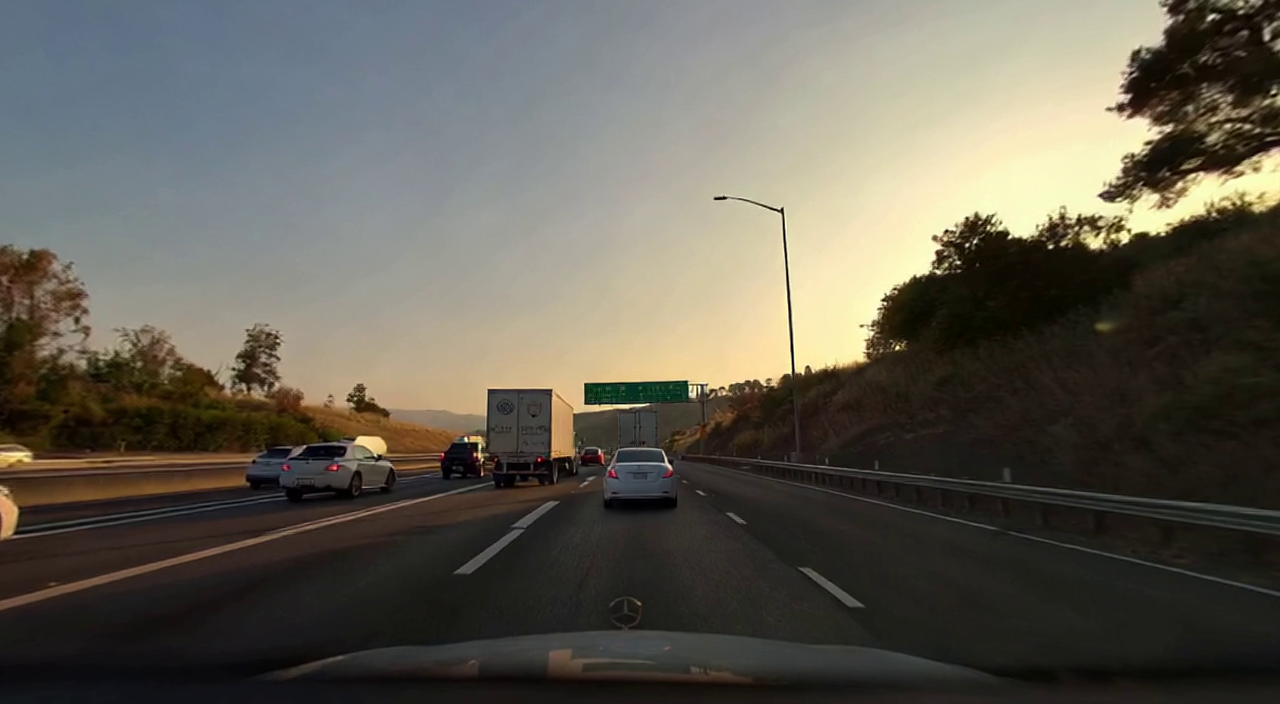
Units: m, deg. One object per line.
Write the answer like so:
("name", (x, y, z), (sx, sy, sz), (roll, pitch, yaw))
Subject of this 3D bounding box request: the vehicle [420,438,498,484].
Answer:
("vehicle", (-7.558, 4.575, 26.787), (1.952, 1.746, 4.332), (-1, -9, 1))

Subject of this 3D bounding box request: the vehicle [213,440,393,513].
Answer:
("vehicle", (-8.037, 2.994, 15.690), (1.879, 1.521, 4.623), (-1, -9, 1))

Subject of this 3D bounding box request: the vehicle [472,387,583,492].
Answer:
("vehicle", (-3.931, 3.381, 23.992), (2.812, 3.342, 7.248), (-1, -9, 1))

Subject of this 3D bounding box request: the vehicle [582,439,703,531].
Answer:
("vehicle", (0.010, 2.472, 12.229), (1.995, 1.495, 3.380), (0, -9, -1))
